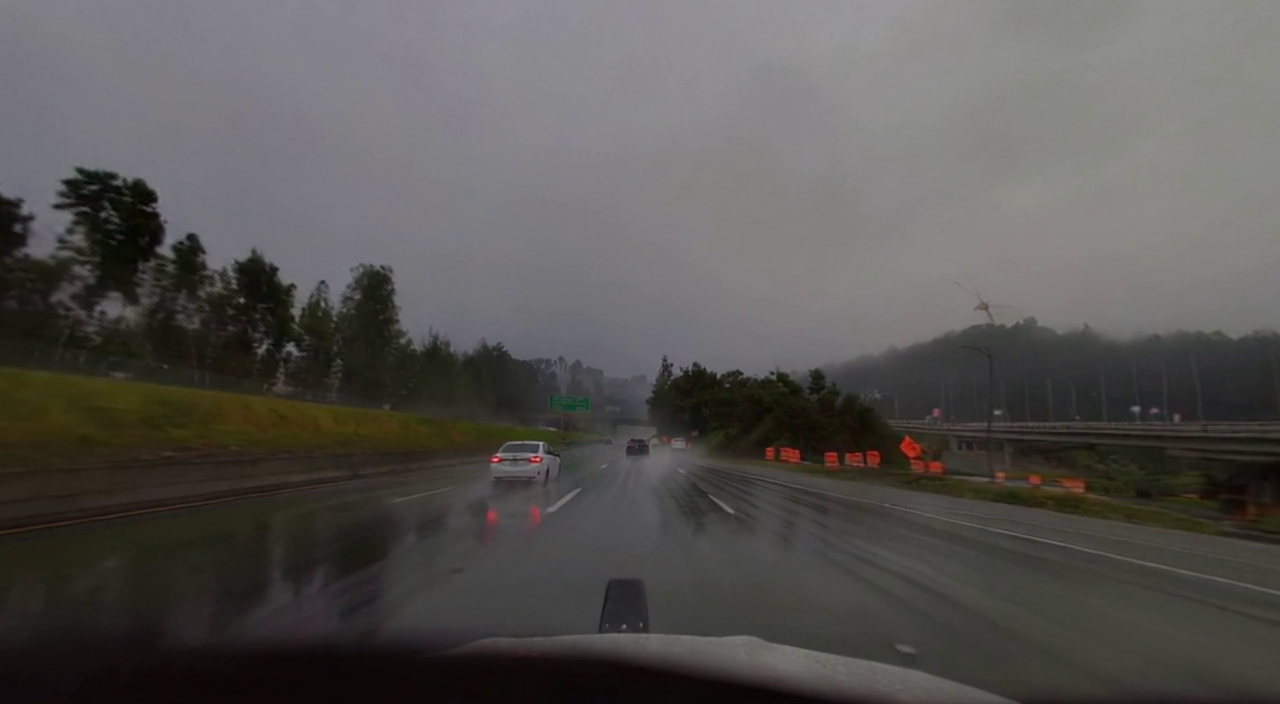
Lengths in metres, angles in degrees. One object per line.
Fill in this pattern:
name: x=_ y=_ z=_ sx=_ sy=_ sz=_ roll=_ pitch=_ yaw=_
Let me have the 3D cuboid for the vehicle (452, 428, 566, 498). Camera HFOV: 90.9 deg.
vehicle: x=-3.437 y=3.014 z=17.625 sx=2.114 sy=1.650 sz=4.730 roll=0 pitch=-8 yaw=1

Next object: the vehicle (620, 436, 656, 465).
vehicle: x=-0.167 y=6.533 z=42.088 sx=2.328 sy=1.805 sz=4.502 roll=0 pitch=-8 yaw=-1
